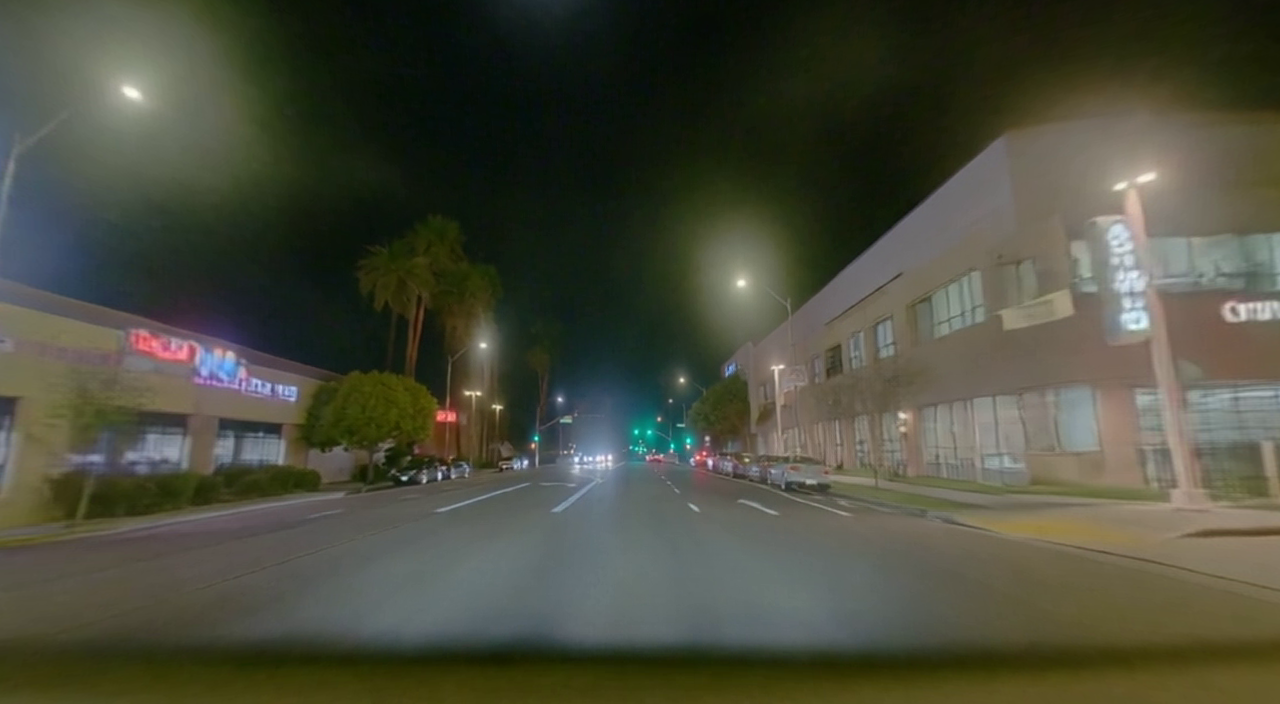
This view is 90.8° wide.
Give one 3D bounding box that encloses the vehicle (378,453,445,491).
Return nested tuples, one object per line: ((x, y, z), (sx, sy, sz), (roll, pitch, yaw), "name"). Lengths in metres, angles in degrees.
((-13.010, 6.816, 36.310), (1.975, 1.570, 5.265), (-8, -7, -3), "vehicle")

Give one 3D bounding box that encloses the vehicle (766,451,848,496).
((6.377, 4.665, 24.690), (1.840, 1.503, 4.760), (0, -9, -1), "vehicle")
